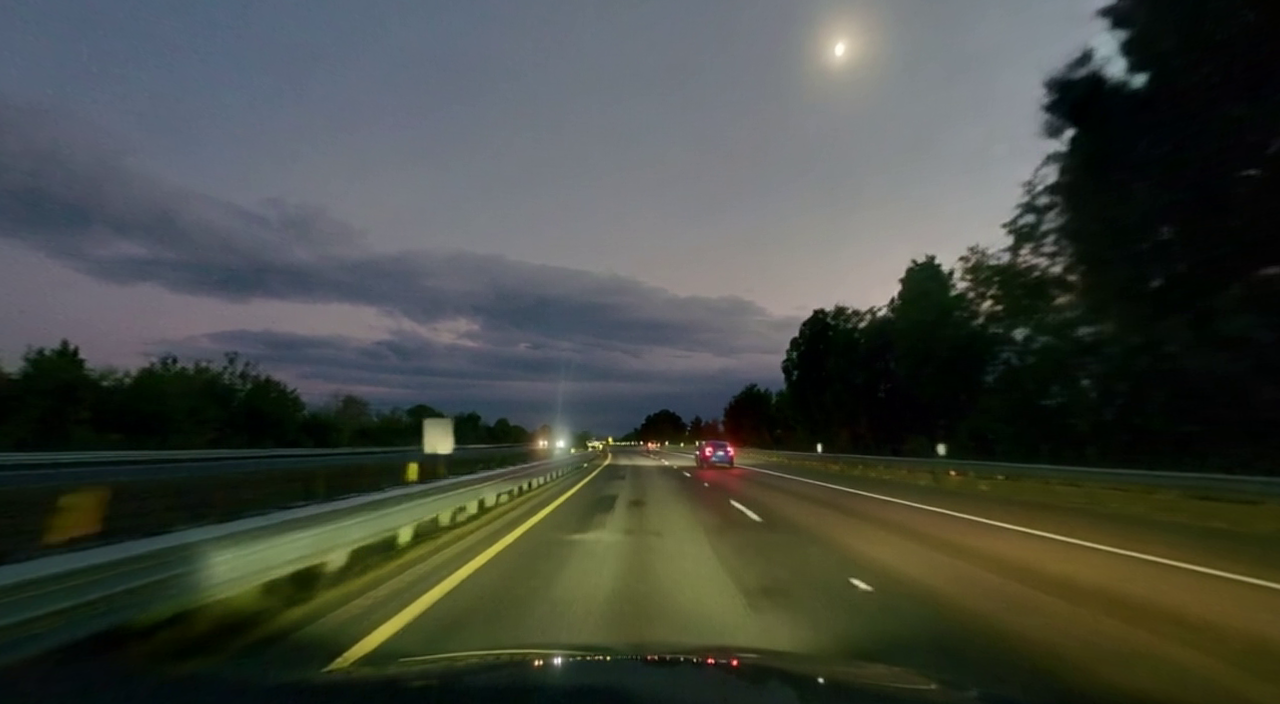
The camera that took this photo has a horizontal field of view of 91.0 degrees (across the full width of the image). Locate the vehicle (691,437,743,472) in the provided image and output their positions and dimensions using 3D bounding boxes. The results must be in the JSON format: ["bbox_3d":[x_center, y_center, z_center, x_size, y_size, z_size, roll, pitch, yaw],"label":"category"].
[{"bbox_3d":[3.646,4.882,30.274,1.945,1.538,3.729,0,-8,-1],"label":"vehicle"}]
